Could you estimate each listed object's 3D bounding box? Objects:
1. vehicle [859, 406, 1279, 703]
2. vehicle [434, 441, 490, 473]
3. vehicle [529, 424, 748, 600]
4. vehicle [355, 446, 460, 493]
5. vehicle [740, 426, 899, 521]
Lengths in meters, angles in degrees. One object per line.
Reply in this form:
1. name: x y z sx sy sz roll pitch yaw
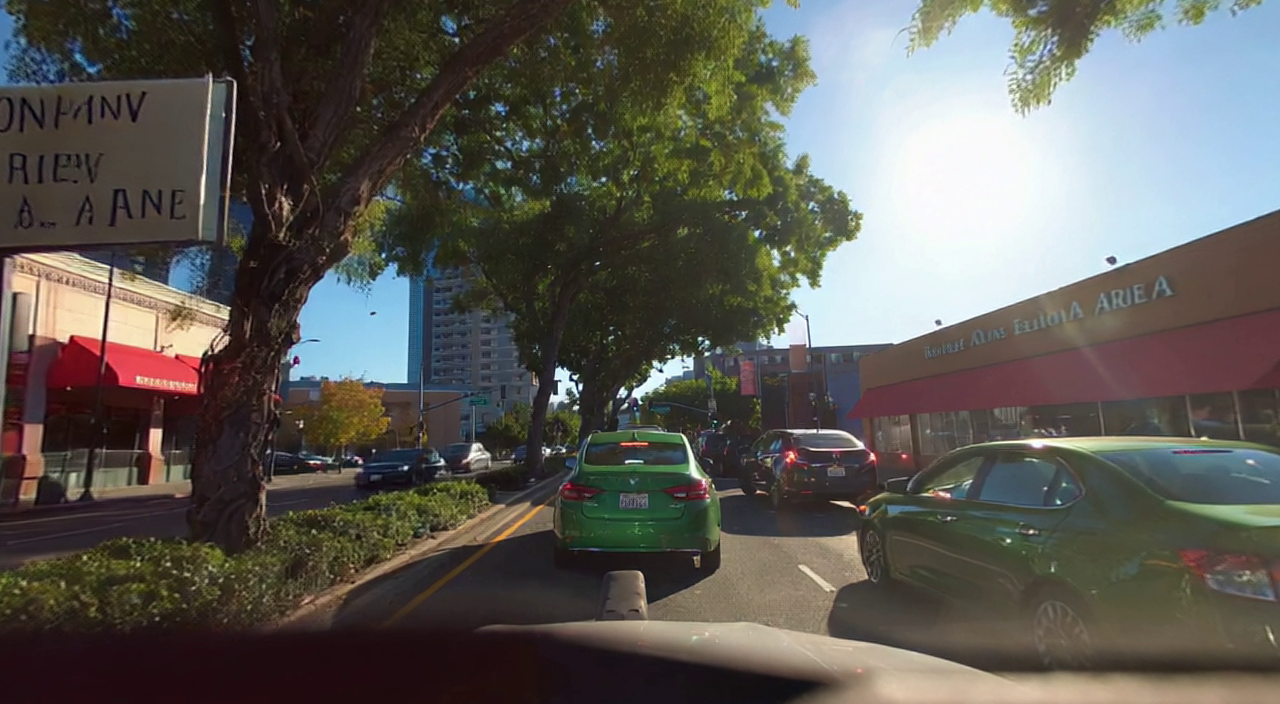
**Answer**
1. vehicle: 3.306 1.255 4.480 1.988 1.480 4.195 0 -9 0
2. vehicle: -10.690 6.326 38.299 2.060 1.792 5.170 0 -9 -2
3. vehicle: -0.027 1.649 7.288 1.887 1.487 3.535 0 -9 0
4. vehicle: -8.207 4.161 22.779 2.169 1.477 4.168 0 -9 0
5. vehicle: 3.532 2.482 13.421 2.025 1.660 4.263 0 -9 -1
